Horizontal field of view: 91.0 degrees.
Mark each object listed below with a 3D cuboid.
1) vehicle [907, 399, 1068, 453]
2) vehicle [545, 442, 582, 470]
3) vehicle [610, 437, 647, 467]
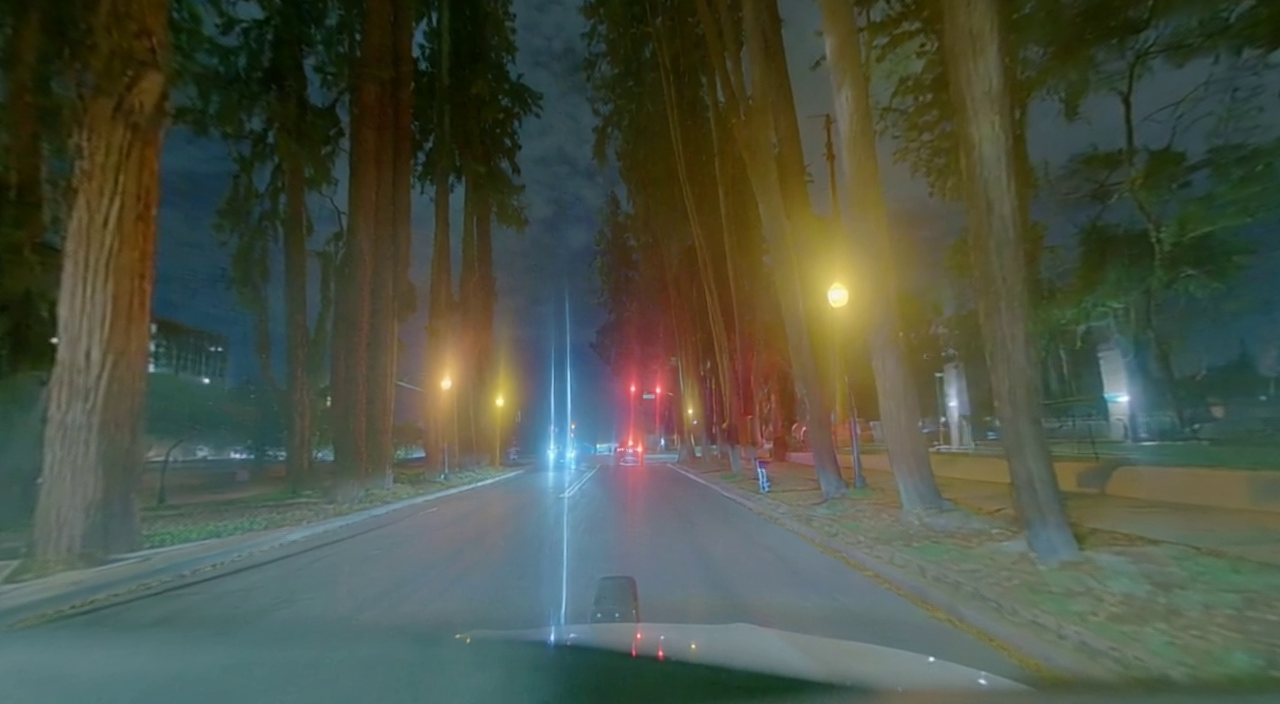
[{"bbox_3d":[11.934,2.590,21.908,4.349,1.462,1.982,-5,-8,6],"label":"vehicle"},{"bbox_3d":[-4.489,6.117,37.216,1.973,1.512,3.524,0,-8,-4],"label":"vehicle"},{"bbox_3d":[-0.657,6.063,38.301,2.142,1.686,3.816,-1,-8,1],"label":"vehicle"}]
